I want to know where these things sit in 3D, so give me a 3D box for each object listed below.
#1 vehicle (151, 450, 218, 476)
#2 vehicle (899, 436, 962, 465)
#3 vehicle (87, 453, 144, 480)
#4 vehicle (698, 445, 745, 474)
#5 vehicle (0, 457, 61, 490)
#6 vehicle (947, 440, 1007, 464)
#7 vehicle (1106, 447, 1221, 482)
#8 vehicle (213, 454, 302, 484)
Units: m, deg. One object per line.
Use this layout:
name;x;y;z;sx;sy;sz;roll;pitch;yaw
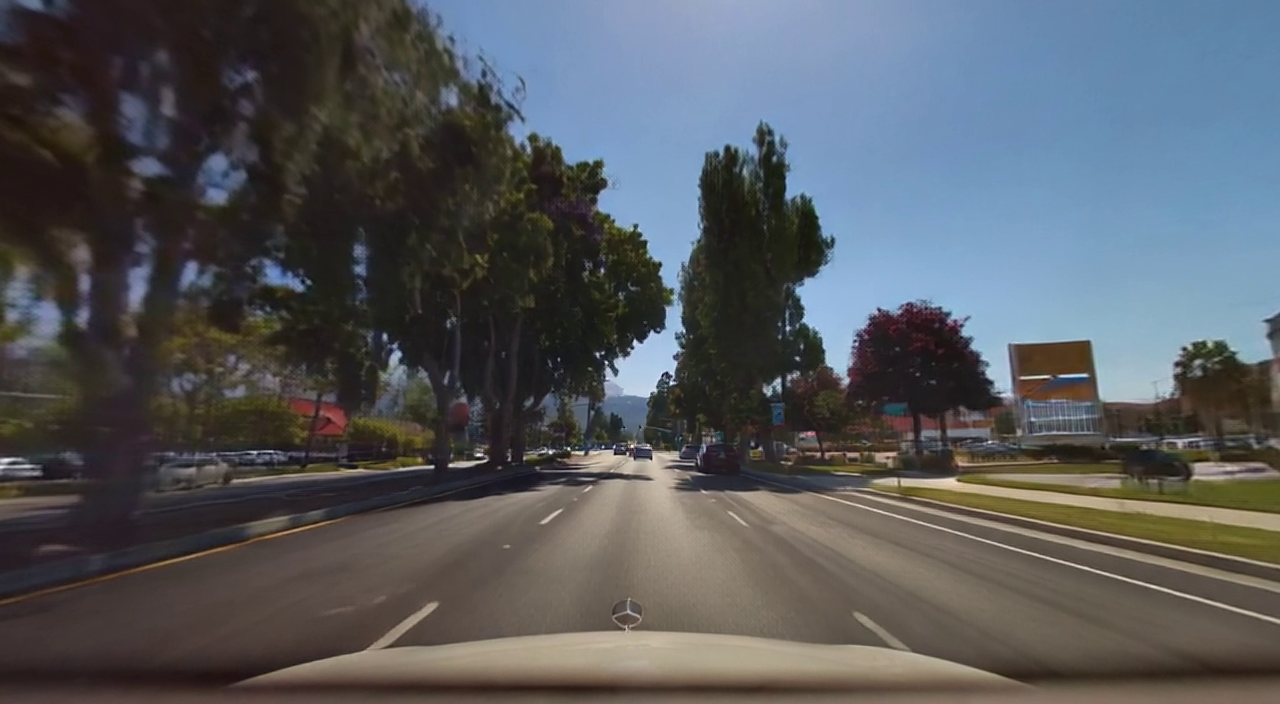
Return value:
vehicle;-31.544;7.660;43.807;2.026;1.692;4.523;2;-9;-13
vehicle;21.326;7.257;46.553;2.124;1.920;5.946;0;-9;3
vehicle;-32.867;7.142;39.582;1.795;1.567;4.241;5;-10;-28
vehicle;4.371;5.856;34.577;1.916;1.459;4.335;0;-8;-1
vehicle;-31.829;6.113;31.706;1.732;1.526;3.827;-1;-9;-1
vehicle;24.685;7.349;46.386;1.894;1.656;4.841;0;-8;2
vehicle;26.408;5.649;31.993;1.959;1.646;4.226;1;-8;-4
vehicle;-22.502;6.891;37.344;2.111;1.500;5.131;-1;-8;-1
